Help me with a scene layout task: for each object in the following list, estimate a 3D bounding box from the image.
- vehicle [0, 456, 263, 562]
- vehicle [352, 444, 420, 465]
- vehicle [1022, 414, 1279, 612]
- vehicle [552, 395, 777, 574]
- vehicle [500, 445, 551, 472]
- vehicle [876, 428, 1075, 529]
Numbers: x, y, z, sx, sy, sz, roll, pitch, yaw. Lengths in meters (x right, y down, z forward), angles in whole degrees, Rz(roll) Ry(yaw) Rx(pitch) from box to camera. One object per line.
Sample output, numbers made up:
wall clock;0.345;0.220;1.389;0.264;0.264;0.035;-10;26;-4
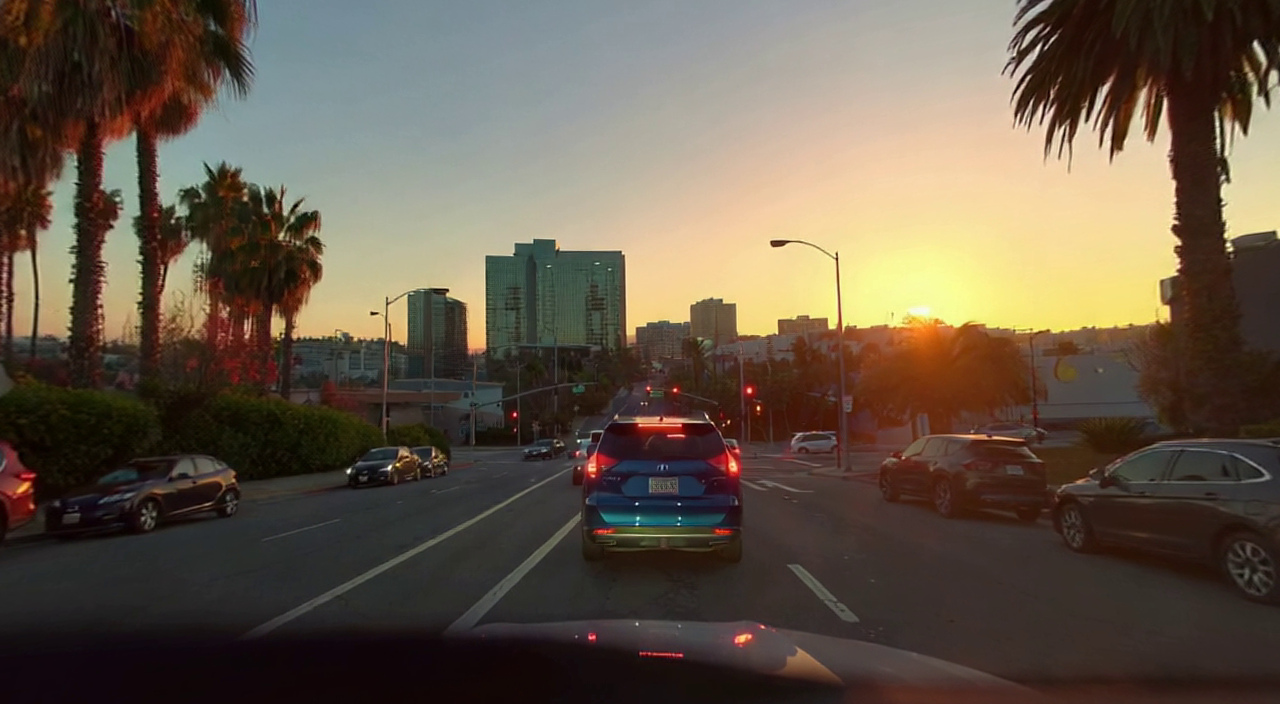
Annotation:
vehicle;-9.565;2.798;11.935;2.054;1.467;4.595;-4;-9;0
vehicle;-18.722;7.514;46.642;1.759;1.457;4.297;-7;-11;38
vehicle;6.443;1.598;6.919;1.935;1.672;4.139;0;-8;1
vehicle;0.262;1.655;8.586;2.264;1.798;4.258;0;-8;1
vehicle;-6.655;6.238;37.251;1.928;1.475;4.645;-1;-8;3
vehicle;6.670;2.529;13.240;1.930;1.736;4.329;-1;-8;3
